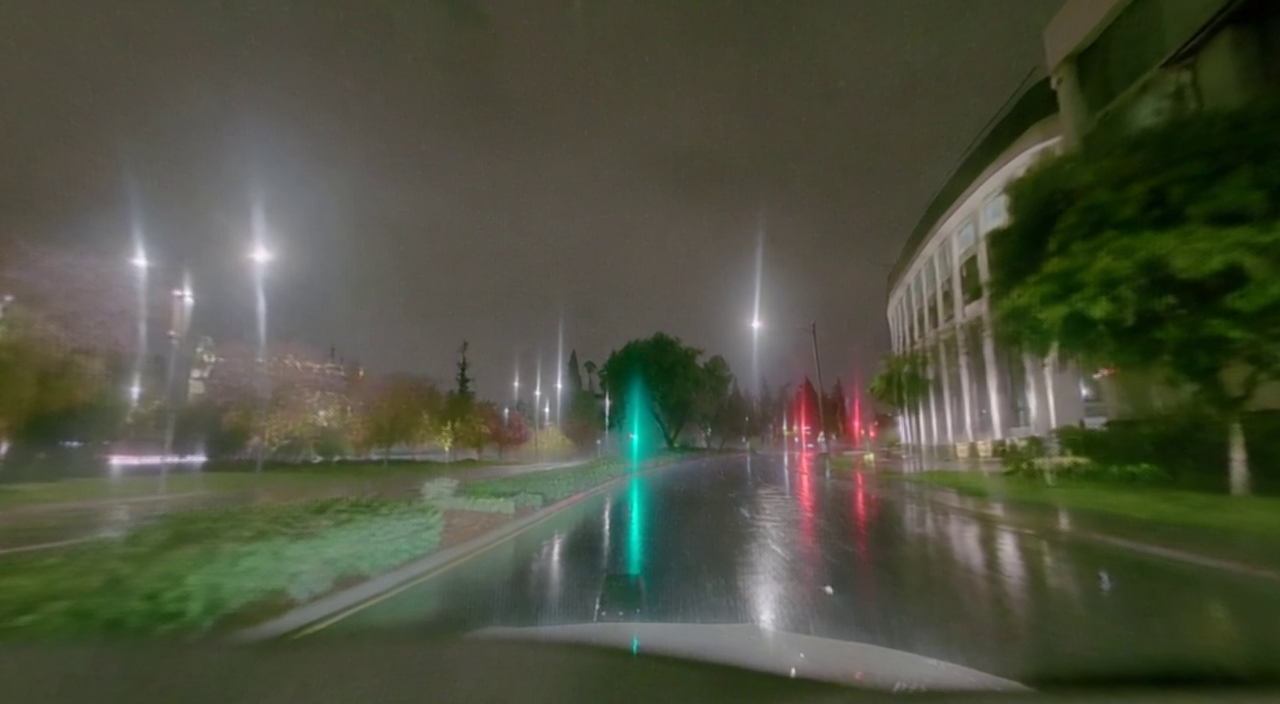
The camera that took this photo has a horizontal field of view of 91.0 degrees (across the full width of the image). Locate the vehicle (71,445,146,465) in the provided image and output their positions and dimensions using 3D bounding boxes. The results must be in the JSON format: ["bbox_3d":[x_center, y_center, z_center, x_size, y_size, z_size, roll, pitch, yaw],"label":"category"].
[{"bbox_3d":[-42.072,8.150,49.934,4.097,1.583,1.995,0,-8,0],"label":"vehicle"}]
